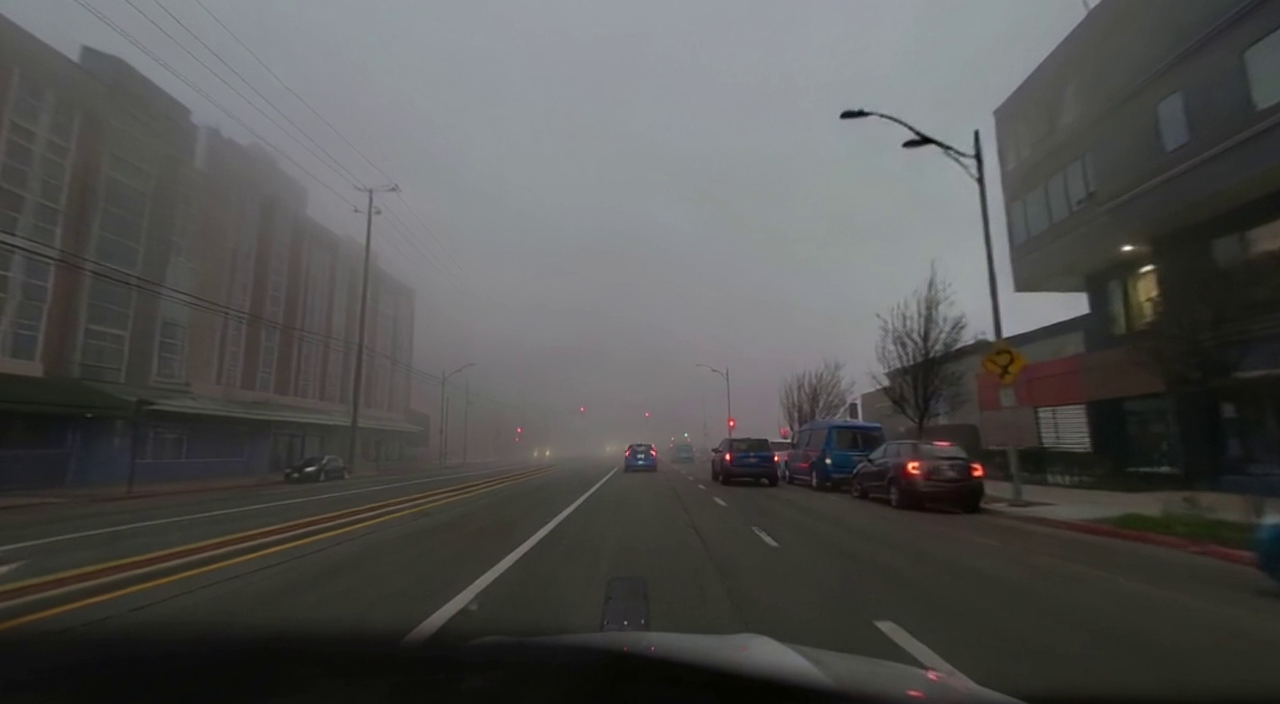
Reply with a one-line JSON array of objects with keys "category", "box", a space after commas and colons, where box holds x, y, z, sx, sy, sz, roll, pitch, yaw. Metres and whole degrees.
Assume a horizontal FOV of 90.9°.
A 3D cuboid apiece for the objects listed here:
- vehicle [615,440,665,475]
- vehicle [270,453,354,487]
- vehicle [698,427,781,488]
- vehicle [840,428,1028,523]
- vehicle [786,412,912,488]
[{"category": "vehicle", "box": [0.023, 5.064, 30.487, 2.245, 1.587, 4.094, 0, -9, 0]}, {"category": "vehicle", "box": [-17.389, 6.260, 33.710, 1.924, 1.558, 4.620, -1, -8, 1]}, {"category": "vehicle", "box": [3.407, 3.738, 22.636, 2.159, 1.938, 4.836, 0, -9, -1]}, {"category": "vehicle", "box": [6.781, 2.889, 15.338, 2.176, 1.901, 4.887, 0, -9, 0]}, {"category": "vehicle", "box": [6.797, 3.286, 21.333, 2.396, 2.218, 5.242, 0, -9, 0]}]
